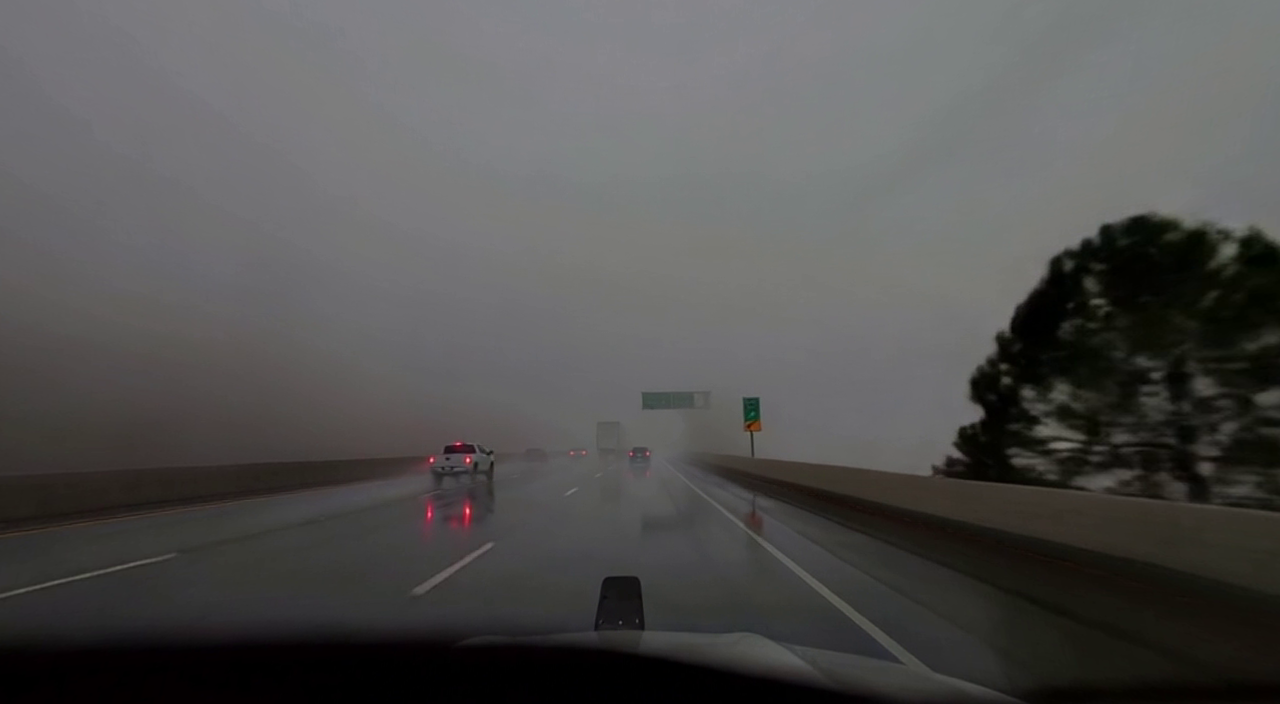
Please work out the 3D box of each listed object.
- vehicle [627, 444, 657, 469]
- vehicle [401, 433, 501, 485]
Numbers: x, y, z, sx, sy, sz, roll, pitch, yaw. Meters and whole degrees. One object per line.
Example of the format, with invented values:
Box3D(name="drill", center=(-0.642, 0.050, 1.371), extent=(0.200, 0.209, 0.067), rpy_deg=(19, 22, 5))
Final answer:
Box3D(name="vehicle", center=(0.147, 7.035, 42.619), extent=(1.931, 1.528, 4.126), rpy_deg=(0, -8, 1))
Box3D(name="vehicle", center=(-7.189, 4.130, 24.679), extent=(2.115, 1.778, 5.572), rpy_deg=(0, -8, 1))
